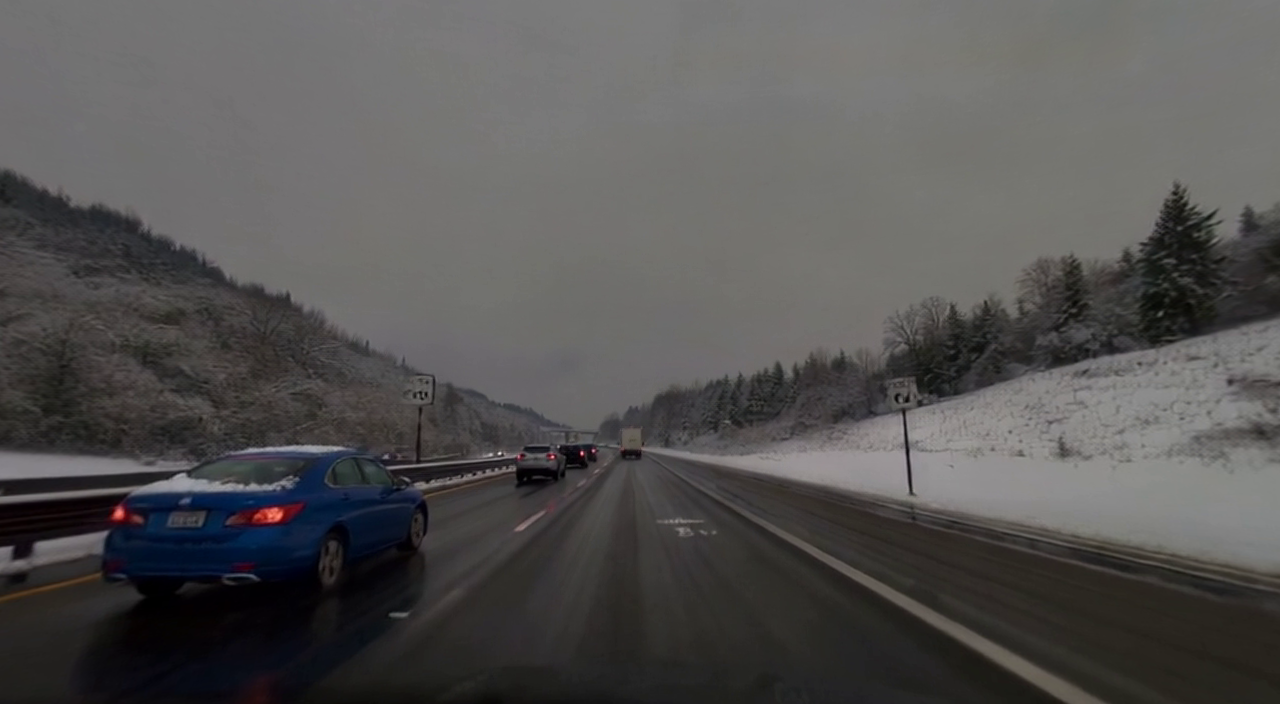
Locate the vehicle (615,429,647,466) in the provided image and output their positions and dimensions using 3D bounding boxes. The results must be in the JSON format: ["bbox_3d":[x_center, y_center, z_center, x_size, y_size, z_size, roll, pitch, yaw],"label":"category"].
[{"bbox_3d":[-0.648,7.358,48.631,2.227,2.611,5.900,0,-9,1],"label":"vehicle"}]

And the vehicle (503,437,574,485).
[{"bbox_3d":[-3.876,4.241,24.864,2.073,1.694,4.162,0,-9,0],"label":"vehicle"}]

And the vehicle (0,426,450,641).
[{"bbox_3d":[-3.670,1.586,6.619,1.988,1.440,4.504,0,-9,-1],"label":"vehicle"}]

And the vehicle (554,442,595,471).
[{"bbox_3d":[-3.864,6.227,37.821,2.044,1.624,4.032,0,-9,0],"label":"vehicle"}]
